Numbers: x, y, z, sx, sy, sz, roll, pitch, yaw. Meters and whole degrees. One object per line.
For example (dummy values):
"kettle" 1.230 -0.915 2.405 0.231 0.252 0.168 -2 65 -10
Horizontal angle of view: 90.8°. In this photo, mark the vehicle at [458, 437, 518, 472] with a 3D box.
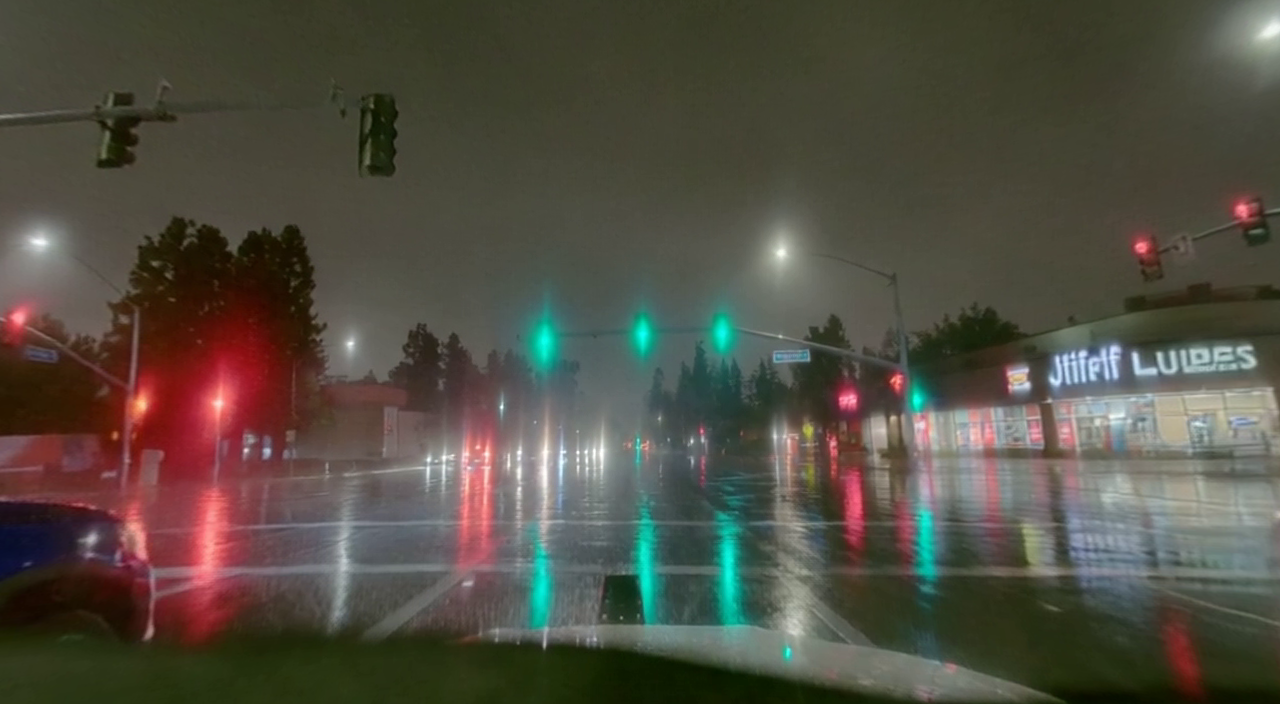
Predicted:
"vehicle" -8.418 5.695 35.419 2.273 1.791 4.809 0 -8 -1

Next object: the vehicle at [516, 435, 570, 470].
"vehicle" -5.455 5.731 36.203 2.384 1.787 5.038 0 -8 -1

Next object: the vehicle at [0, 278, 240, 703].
"vehicle" -3.326 0.506 0.872 2.313 1.883 5.016 0 -9 -1

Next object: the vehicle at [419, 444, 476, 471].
"vehicle" -11.327 6.237 37.438 2.003 1.476 4.082 0 -8 1

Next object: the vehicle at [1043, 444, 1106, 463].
"vehicle" 34.264 8.012 49.809 3.740 1.433 1.646 0 -8 -2
